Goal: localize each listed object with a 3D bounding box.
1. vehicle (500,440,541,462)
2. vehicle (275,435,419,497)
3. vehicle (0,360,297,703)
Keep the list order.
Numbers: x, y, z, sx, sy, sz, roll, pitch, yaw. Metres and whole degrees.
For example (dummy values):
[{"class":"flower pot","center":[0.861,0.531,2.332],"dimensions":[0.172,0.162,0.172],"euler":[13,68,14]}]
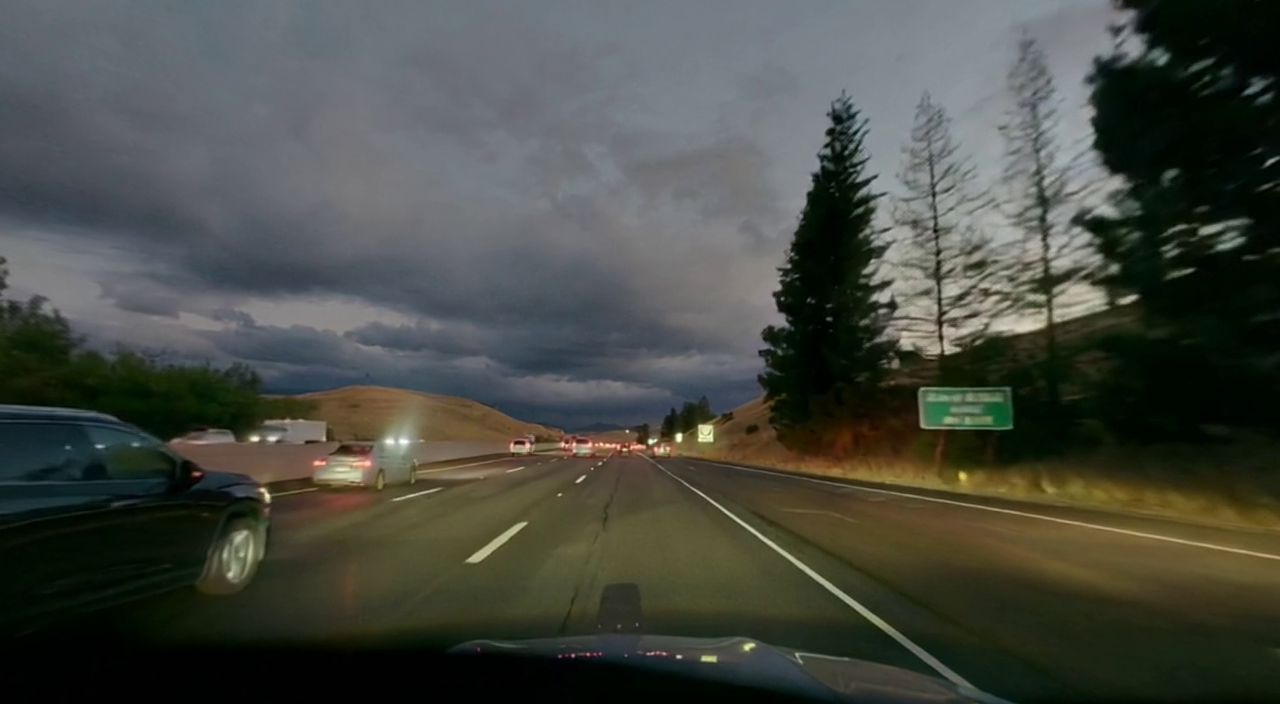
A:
[{"class":"vehicle","center":[-8.300,6.926,44.379],"dimensions":[2.020,1.447,4.322],"euler":[0,-8,0]},{"class":"vehicle","center":[-8.085,3.172,17.979],"dimensions":[1.975,1.520,4.390],"euler":[0,-8,0]},{"class":"vehicle","center":[-4.177,0.926,3.257],"dimensions":[2.166,1.700,4.661],"euler":[0,-8,0]}]
